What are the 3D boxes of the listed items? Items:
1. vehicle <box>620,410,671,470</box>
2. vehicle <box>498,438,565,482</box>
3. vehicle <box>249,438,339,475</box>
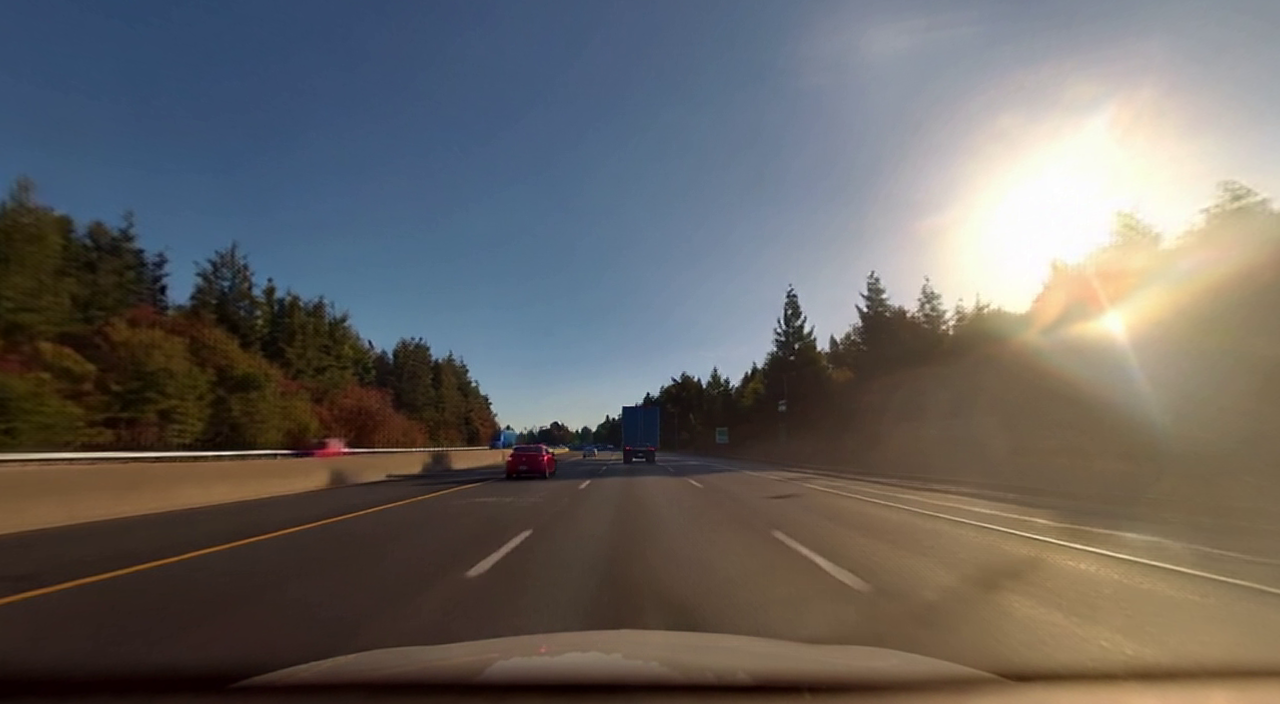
[{"bbox_3d":[0.181,6.010,42.577,2.893,3.628,9.081,0,-9,-3],"label":"vehicle"},{"bbox_3d":[-4.279,4.335,25.500,1.977,1.602,3.944,0,-9,0],"label":"vehicle"},{"bbox_3d":[-16.465,4.997,30.288,1.858,1.656,4.276,0,-9,0],"label":"vehicle"}]
